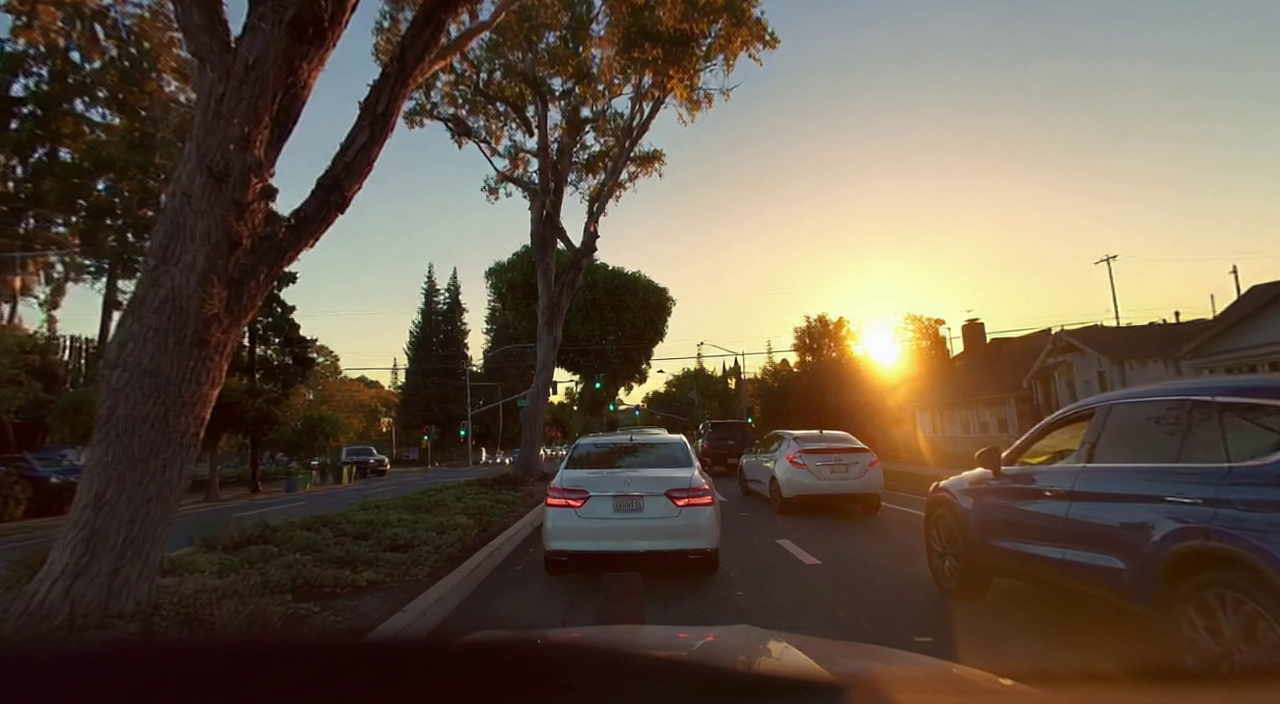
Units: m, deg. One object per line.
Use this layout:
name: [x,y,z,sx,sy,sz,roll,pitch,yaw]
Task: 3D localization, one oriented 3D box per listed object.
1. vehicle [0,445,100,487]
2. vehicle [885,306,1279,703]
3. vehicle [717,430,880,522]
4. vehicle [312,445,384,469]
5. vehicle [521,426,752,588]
vehicle: [-22.579,4.161,23.110,4.092,1.438,1.639,-1,-8,1]
vehicle: [3.361,0.932,3.780,2.006,1.766,4.345,0,-8,0]
vehicle: [2.951,2.422,12.932,1.971,1.517,4.521,0,-8,-3]
vehicle: [-19.889,7.164,43.208,3.957,1.630,1.881,0,-8,0]
vehicle: [-0.085,1.774,8.120,2.186,1.500,4.141,0,-8,-1]
